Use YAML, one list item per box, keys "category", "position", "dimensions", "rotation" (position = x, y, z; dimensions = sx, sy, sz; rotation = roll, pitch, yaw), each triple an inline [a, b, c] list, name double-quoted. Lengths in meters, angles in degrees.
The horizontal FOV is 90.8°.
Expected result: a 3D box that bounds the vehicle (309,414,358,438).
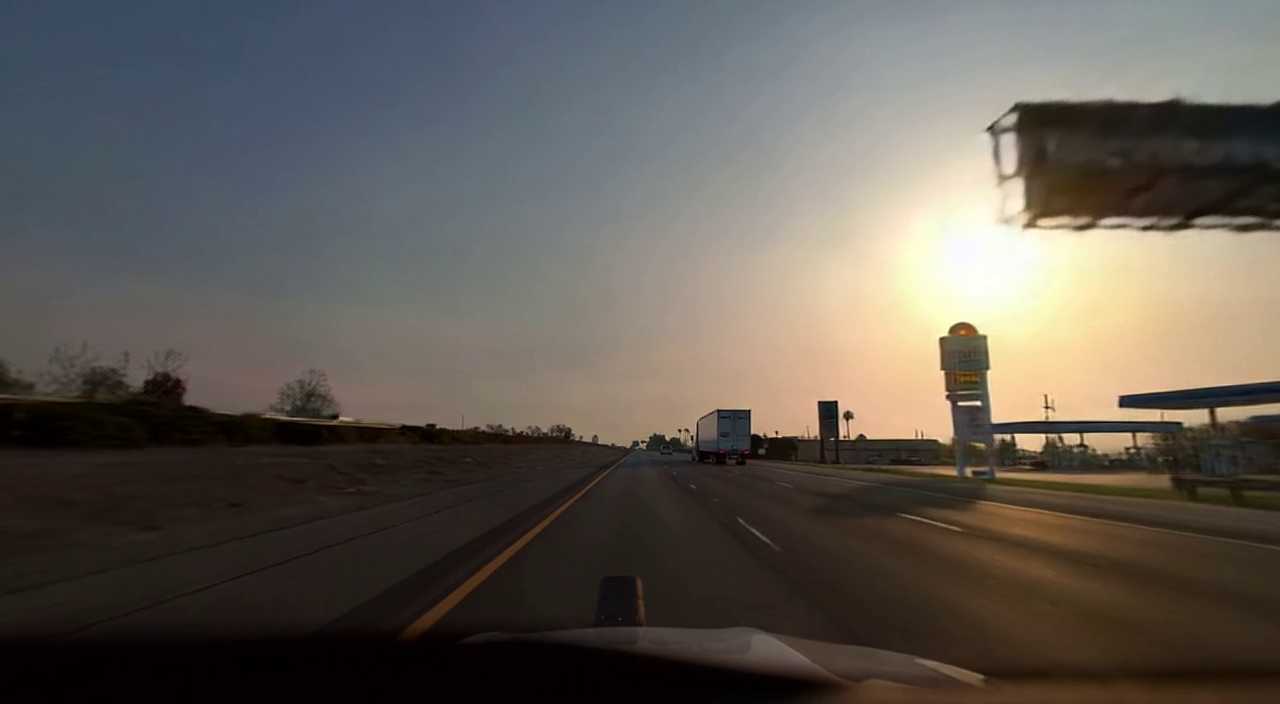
- category: "vehicle"
  position: [-20.665, 5.035, 42.655]
  dimensions: [1.600, 1.445, 3.580]
  rotation: [0, -8, -2]
